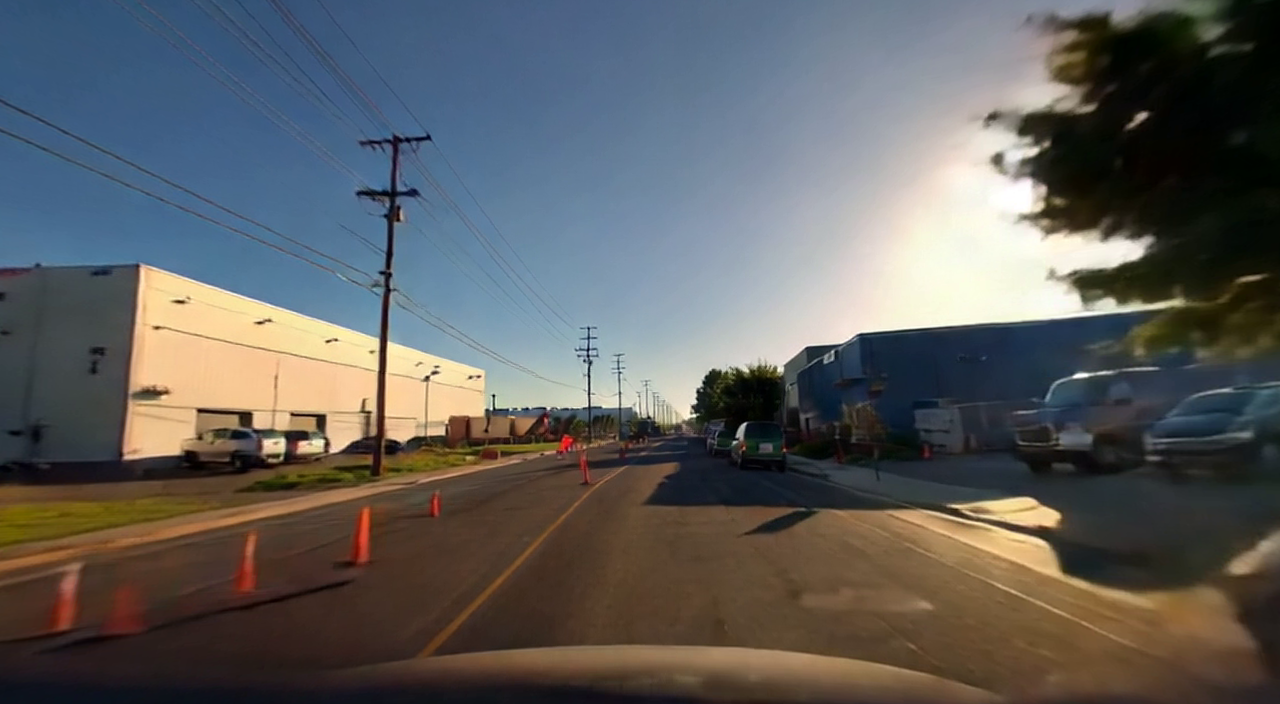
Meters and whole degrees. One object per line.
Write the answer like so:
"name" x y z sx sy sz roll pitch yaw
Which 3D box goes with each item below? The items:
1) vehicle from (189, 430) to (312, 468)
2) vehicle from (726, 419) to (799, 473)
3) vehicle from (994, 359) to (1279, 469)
"vehicle" -18.474 4.616 30.335 2.102 1.628 5.130 -2 -8 10
"vehicle" 4.848 3.802 25.844 2.010 1.985 5.124 -1 -8 1
"vehicle" 12.574 1.574 15.673 6.092 2.433 2.196 -2 -8 4
